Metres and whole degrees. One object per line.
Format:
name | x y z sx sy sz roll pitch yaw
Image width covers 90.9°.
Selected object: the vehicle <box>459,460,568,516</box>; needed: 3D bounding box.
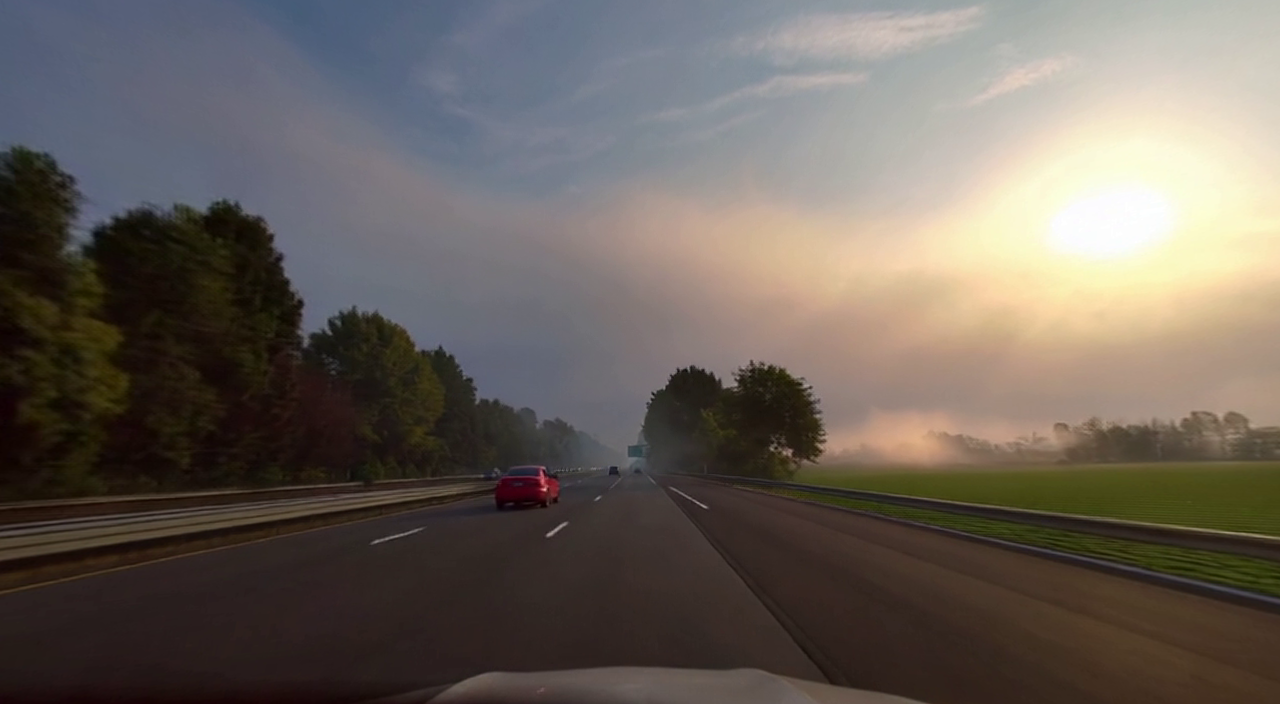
vehicle | -3.604 4.014 18.922 2.183 1.435 4.653 0 -10 1
